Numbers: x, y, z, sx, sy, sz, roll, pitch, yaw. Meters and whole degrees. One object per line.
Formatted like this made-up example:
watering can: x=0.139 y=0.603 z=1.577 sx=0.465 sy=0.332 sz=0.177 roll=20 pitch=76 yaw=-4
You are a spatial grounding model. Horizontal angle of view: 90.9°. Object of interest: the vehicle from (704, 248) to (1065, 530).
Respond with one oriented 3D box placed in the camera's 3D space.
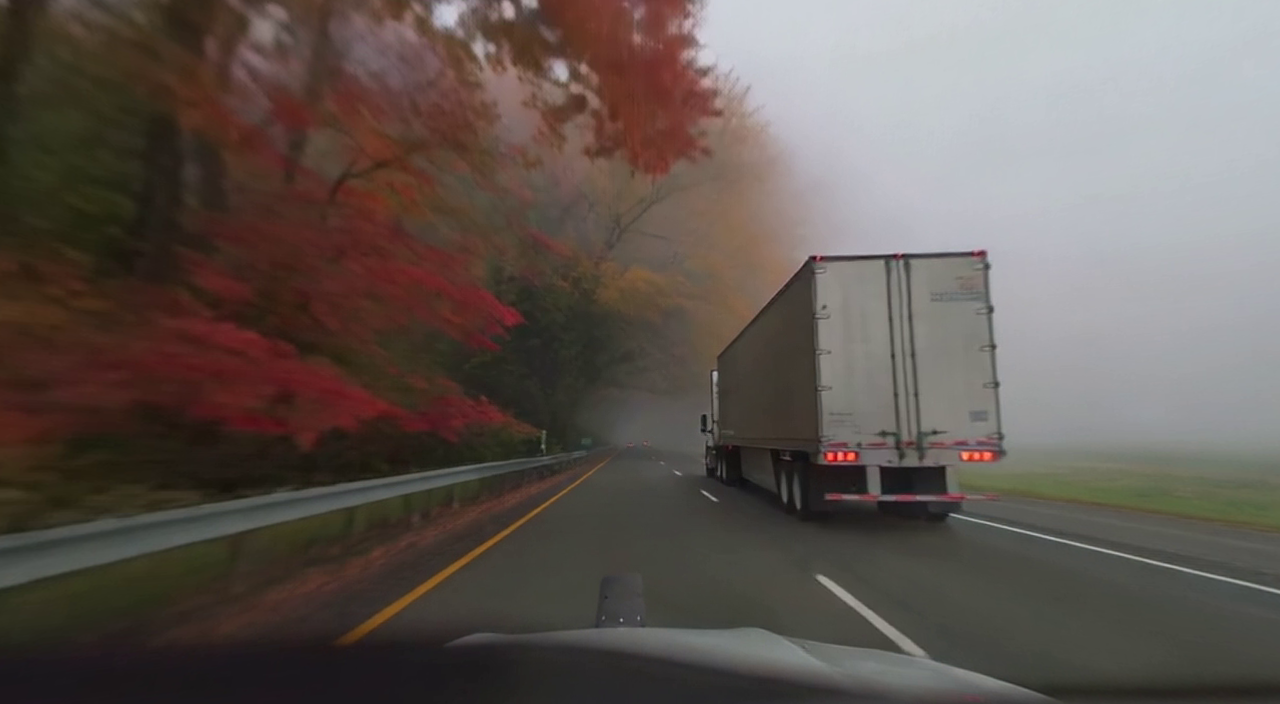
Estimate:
vehicle: x=4.237 y=1.545 z=16.450 sx=3.357 sy=4.101 sz=14.659 roll=0 pitch=-8 yaw=-1
